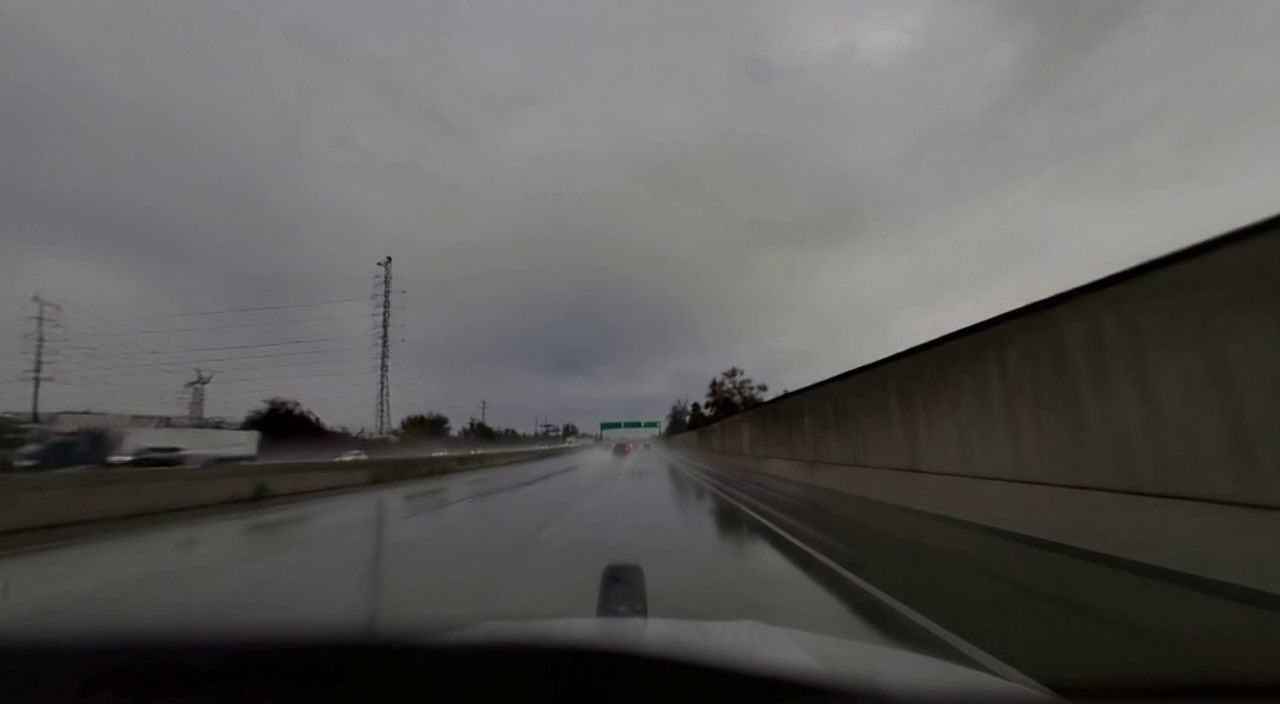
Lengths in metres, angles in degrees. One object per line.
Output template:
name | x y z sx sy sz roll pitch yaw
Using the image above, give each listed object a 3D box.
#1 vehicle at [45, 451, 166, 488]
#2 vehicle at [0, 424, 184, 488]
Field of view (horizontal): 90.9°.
vehicle | -28.247 6.171 33.606 1.998 1.732 4.972 0 -8 1
vehicle | -35.985 6.816 42.030 2.927 3.688 10.875 0 -8 1
